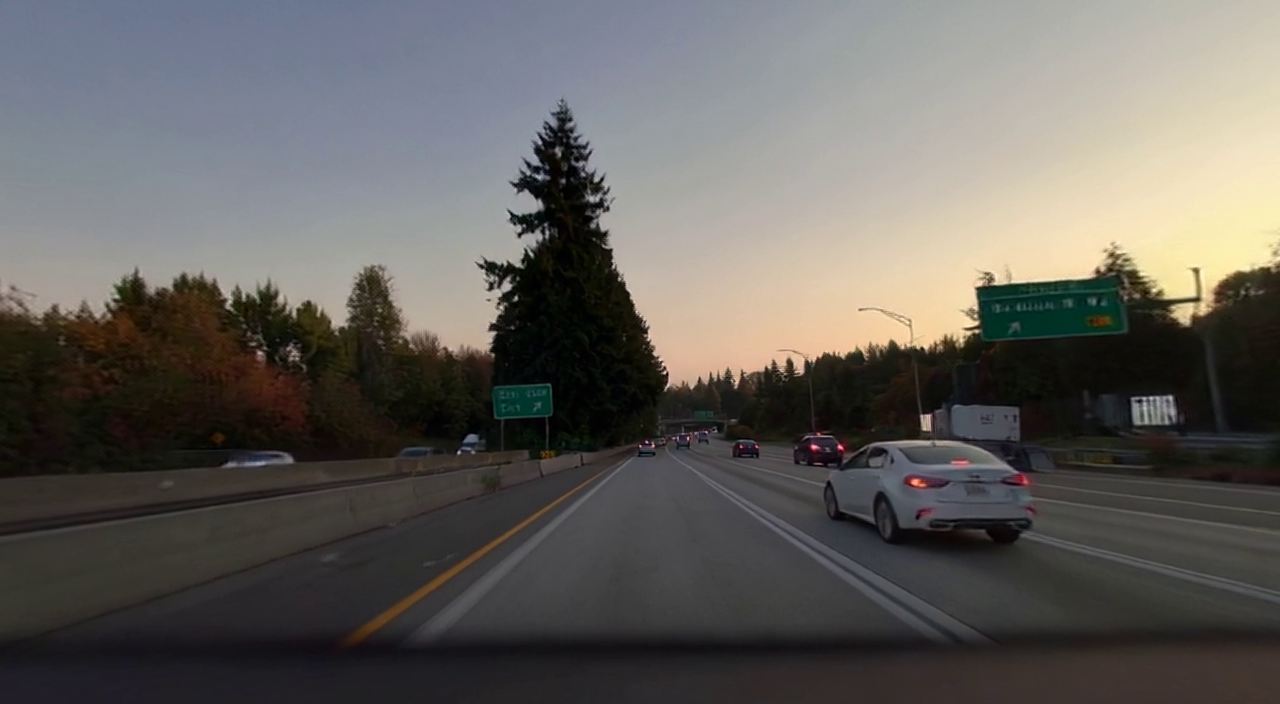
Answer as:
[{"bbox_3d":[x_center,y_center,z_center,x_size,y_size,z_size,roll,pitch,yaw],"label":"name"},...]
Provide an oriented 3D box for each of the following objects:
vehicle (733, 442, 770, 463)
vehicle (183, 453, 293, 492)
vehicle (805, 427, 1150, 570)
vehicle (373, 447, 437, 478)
[{"bbox_3d":[8.152,7.421,46.567,1.919,1.476,4.303,0,-9,-1],"label":"vehicle"},{"bbox_3d":[-17.462,5.222,27.737,1.882,1.477,4.563,0,-9,-1],"label":"vehicle"},{"bbox_3d":[4.233,1.924,9.239,2.223,1.483,5.075,0,-9,0],"label":"vehicle"},{"bbox_3d":[-12.839,6.022,34.727,1.875,1.591,4.102,0,-9,0],"label":"vehicle"}]
